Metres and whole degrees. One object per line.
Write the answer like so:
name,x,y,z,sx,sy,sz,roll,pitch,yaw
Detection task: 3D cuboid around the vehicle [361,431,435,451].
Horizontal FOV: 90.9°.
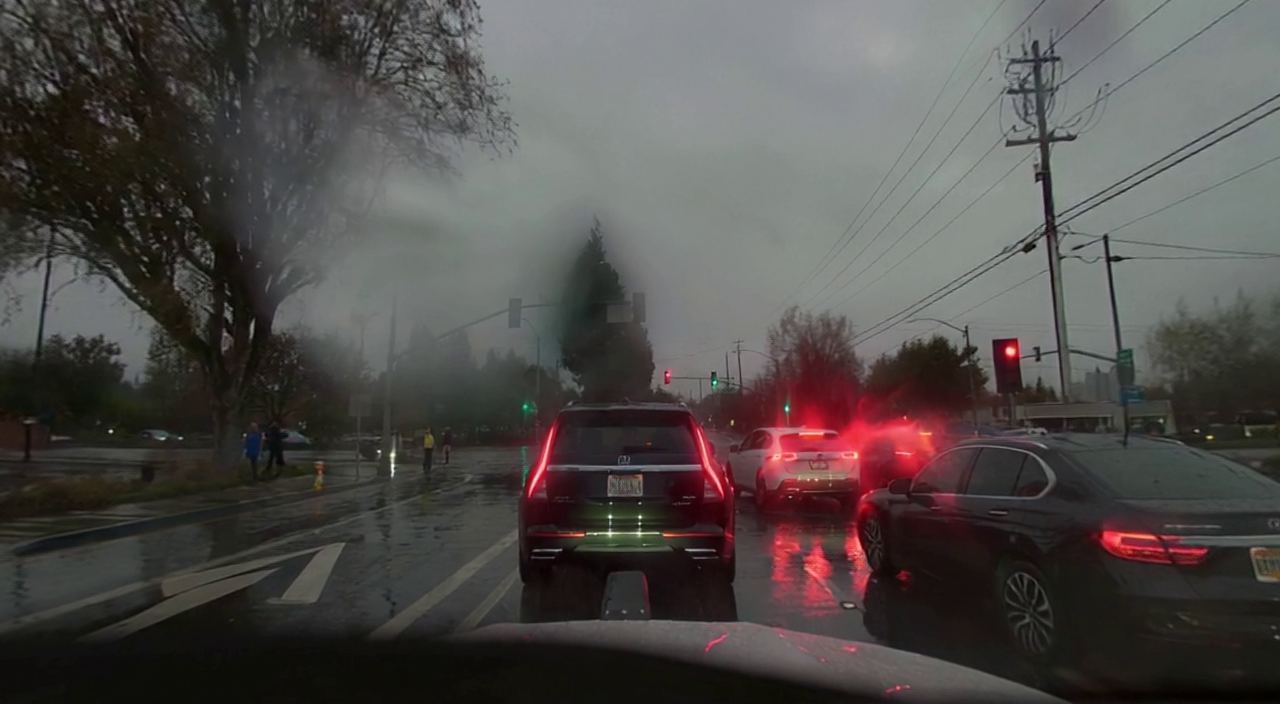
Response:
vehicle,-17.752,6.554,46.363,4.607,1.478,1.995,0,-8,0

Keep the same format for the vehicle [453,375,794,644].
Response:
vehicle,-0.159,1.374,6.533,2.271,1.786,4.443,0,-8,-1

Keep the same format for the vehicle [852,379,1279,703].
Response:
vehicle,3.553,1.299,5.471,1.948,1.677,4.437,0,-8,1

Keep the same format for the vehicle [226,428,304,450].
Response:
vehicle,-27.996,6.524,47.213,4.587,1.639,1.878,0,-8,0
